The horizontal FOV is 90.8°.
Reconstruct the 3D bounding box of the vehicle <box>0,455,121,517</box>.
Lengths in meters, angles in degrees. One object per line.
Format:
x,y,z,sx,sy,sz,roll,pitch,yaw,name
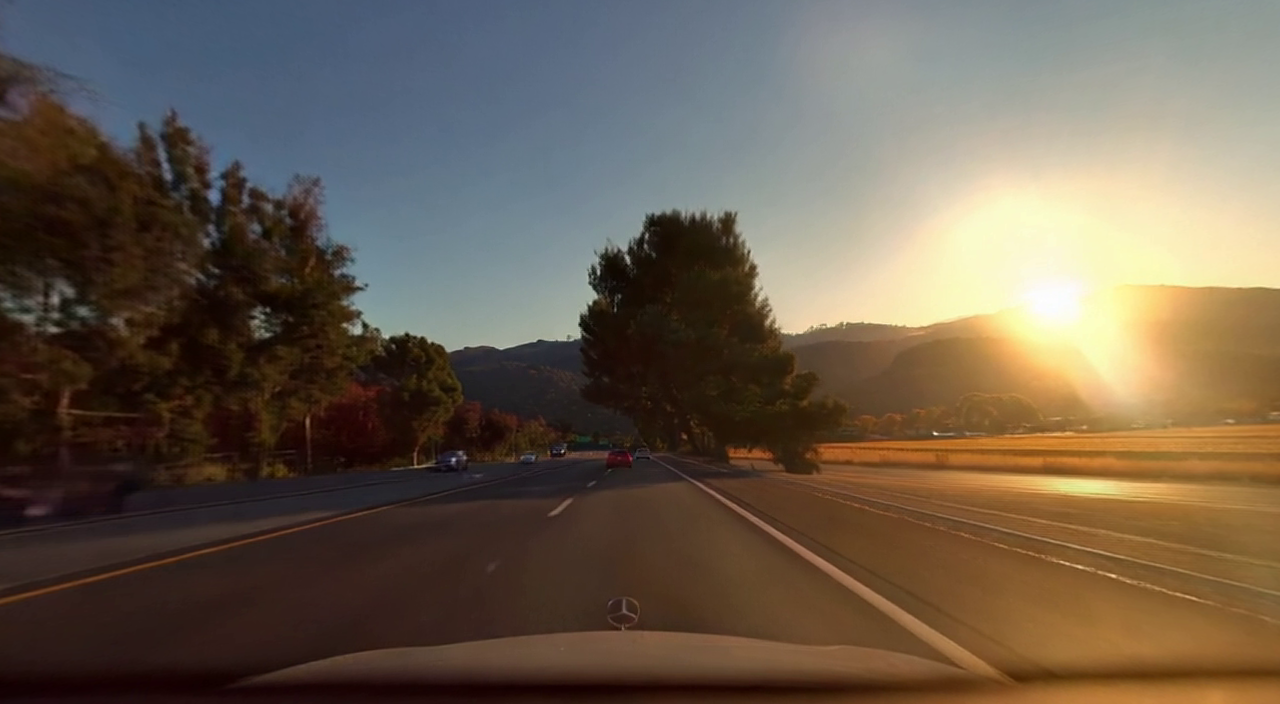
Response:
-16.431,3.448,16.532,2.007,1.444,4.190,0,-9,1,vehicle

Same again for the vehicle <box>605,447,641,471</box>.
-1.061,6.979,41.299,2.170,1.451,4.584,0,-9,1,vehicle
